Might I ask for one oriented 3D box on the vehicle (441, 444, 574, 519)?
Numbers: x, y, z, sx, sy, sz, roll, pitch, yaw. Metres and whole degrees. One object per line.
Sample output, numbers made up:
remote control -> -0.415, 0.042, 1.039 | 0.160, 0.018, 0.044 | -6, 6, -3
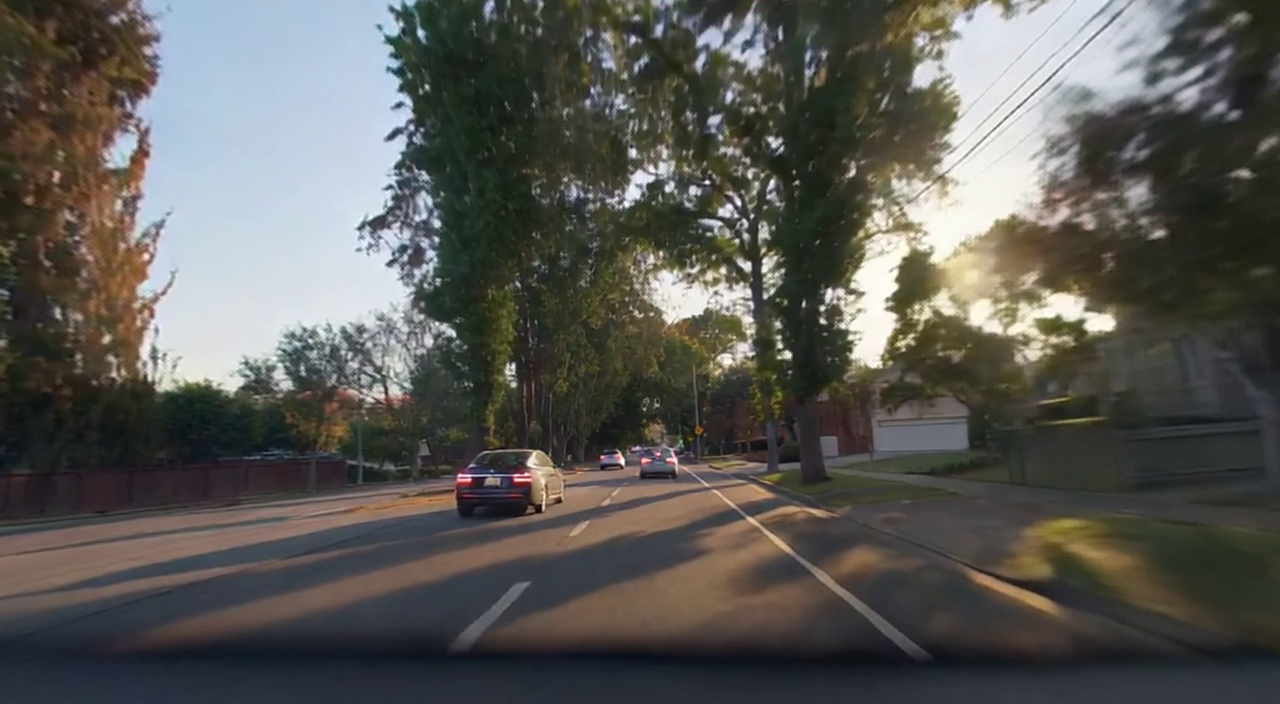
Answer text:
vehicle -> -2.863, 2.909, 14.739 | 2.030, 1.467, 4.403 | -1, -9, 2

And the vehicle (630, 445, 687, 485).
vehicle -> 0.708, 4.491, 25.272 | 2.065, 1.456, 4.099 | 0, -9, 1

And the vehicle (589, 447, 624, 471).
vehicle -> -2.240, 7.320, 43.267 | 2.114, 1.500, 3.912 | -1, -9, 2
